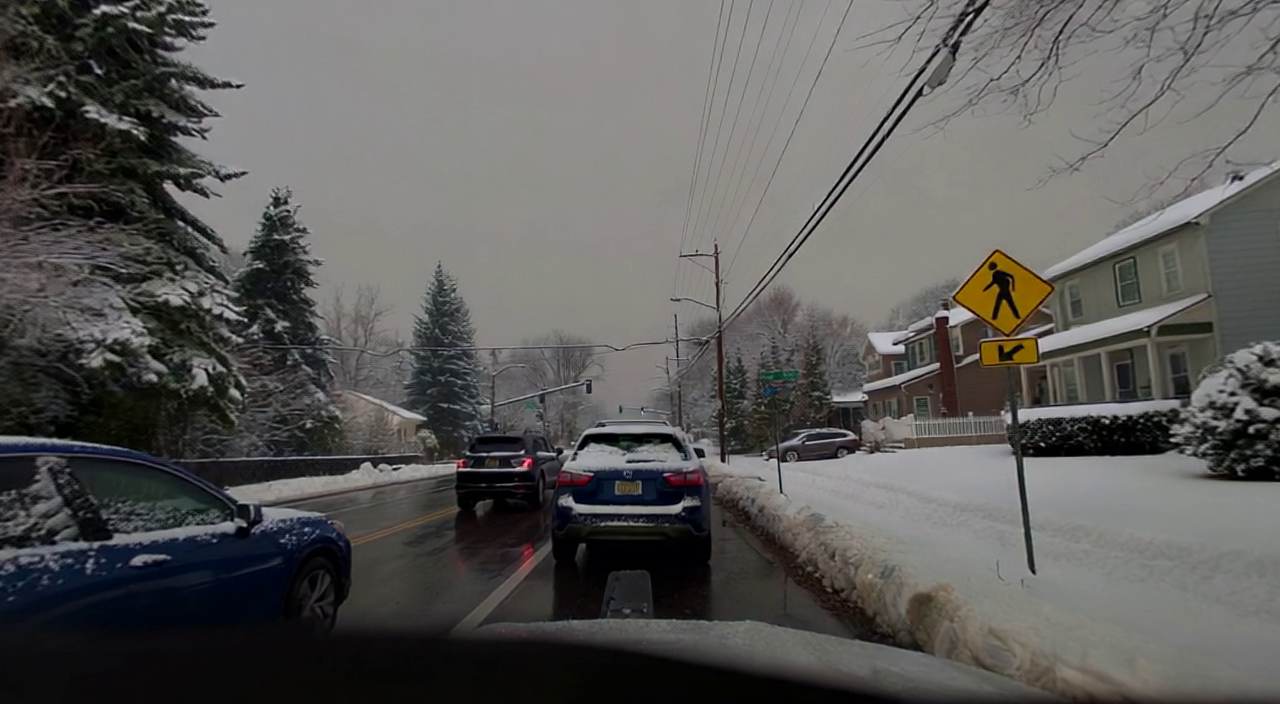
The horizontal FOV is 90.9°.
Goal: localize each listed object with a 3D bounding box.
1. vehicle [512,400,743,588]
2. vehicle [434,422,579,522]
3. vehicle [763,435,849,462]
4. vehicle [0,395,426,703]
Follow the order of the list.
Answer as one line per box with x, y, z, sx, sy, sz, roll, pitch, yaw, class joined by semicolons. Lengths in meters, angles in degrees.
-0.118;1.600;7.819;2.120;1.718;3.909;0;-9;0;vehicle
-2.564;2.436;13.245;2.000;1.737;4.133;0;-9;2;vehicle
9.345;5.480;35.782;4.456;1.504;1.914;-1;-9;5;vehicle
-2.869;1.044;2.998;1.968;1.472;4.685;0;-9;1;vehicle
